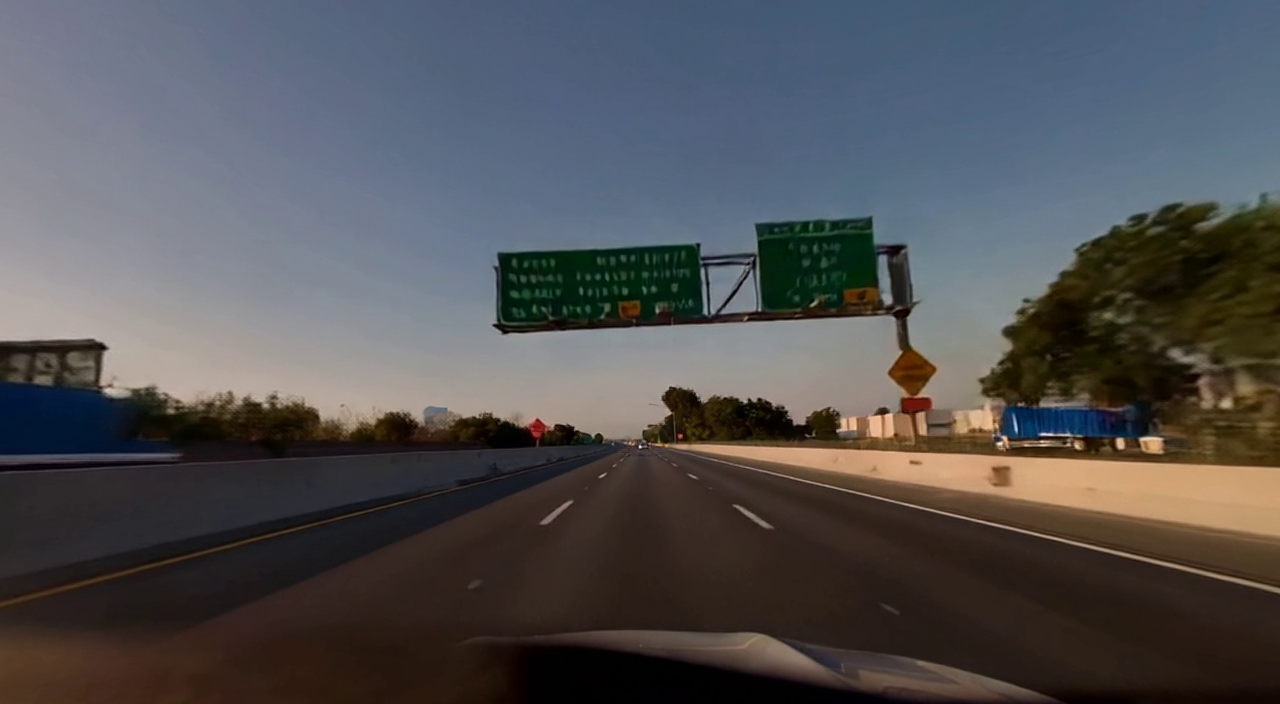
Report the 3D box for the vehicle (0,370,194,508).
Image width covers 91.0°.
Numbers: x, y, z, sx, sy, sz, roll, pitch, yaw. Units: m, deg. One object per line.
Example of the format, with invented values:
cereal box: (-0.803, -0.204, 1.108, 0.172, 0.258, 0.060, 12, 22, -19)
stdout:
vehicle: (-20.358, 3.126, 22.402, 2.889, 4.041, 8.073, 0, -8, 0)
